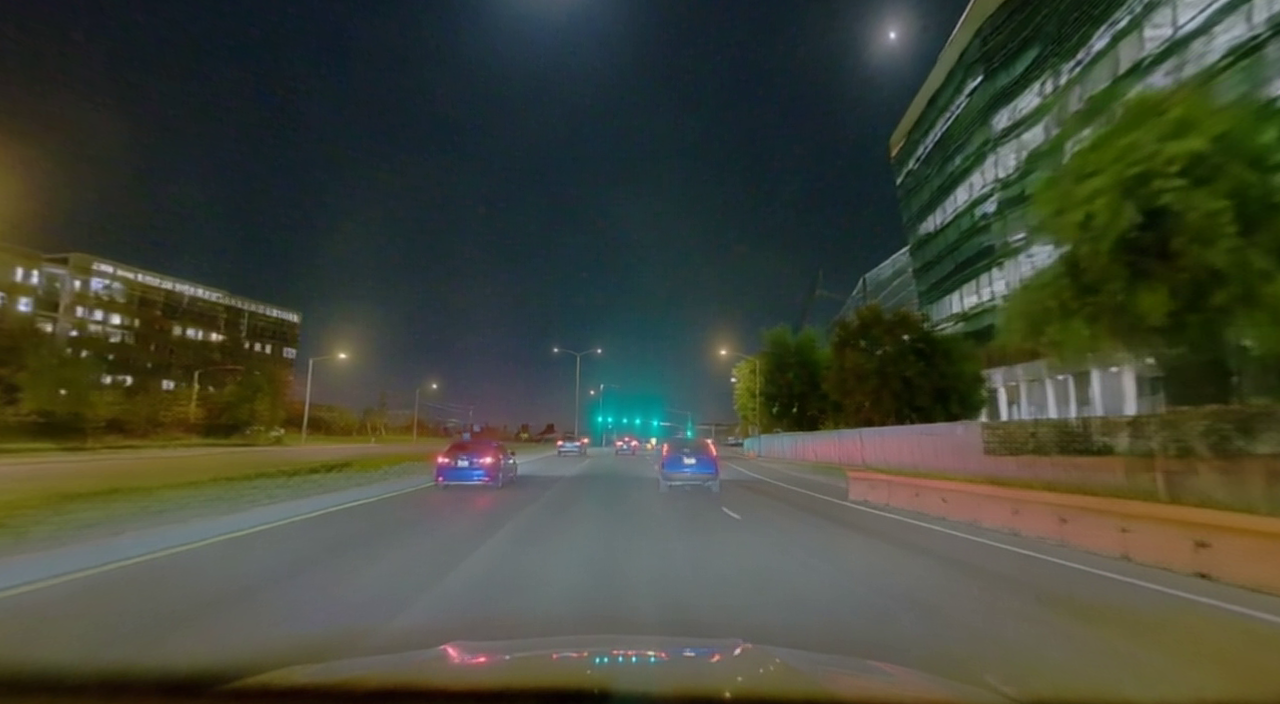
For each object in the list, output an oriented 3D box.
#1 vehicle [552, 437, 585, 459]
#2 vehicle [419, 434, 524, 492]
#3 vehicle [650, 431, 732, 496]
[{"bbox_3d":[-5.092,6.872,45.196,1.888,1.486,4.310,0,-8,0],"label":"vehicle"},{"bbox_3d":[-4.537,3.018,17.594,1.848,1.406,4.013,0,-8,0],"label":"vehicle"},{"bbox_3d":[1.344,2.860,16.631,1.913,1.499,3.581,-1,-8,5],"label":"vehicle"}]
